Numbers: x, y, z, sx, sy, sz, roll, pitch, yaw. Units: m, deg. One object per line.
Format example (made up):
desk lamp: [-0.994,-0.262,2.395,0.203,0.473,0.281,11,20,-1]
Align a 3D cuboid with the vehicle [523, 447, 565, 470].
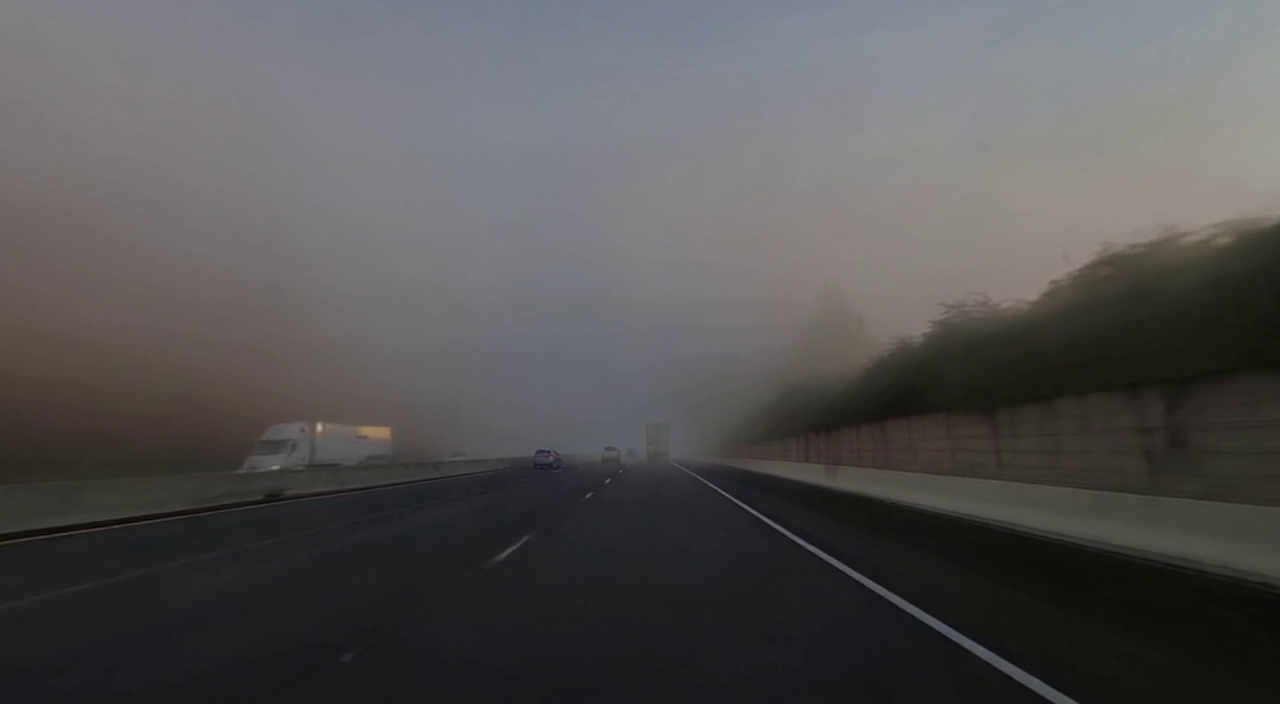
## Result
vehicle: [-6.598,7.381,43.788,2.031,1.521,4.503,0,-9,2]

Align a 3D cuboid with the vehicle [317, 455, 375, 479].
vehicle: [-18.964,7.397,40.838,1.717,1.429,3.989,0,-9,1]

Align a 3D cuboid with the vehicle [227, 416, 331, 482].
vehicle: [-22.941,6.225,40.494,2.969,3.923,5.892,0,-9,1]
